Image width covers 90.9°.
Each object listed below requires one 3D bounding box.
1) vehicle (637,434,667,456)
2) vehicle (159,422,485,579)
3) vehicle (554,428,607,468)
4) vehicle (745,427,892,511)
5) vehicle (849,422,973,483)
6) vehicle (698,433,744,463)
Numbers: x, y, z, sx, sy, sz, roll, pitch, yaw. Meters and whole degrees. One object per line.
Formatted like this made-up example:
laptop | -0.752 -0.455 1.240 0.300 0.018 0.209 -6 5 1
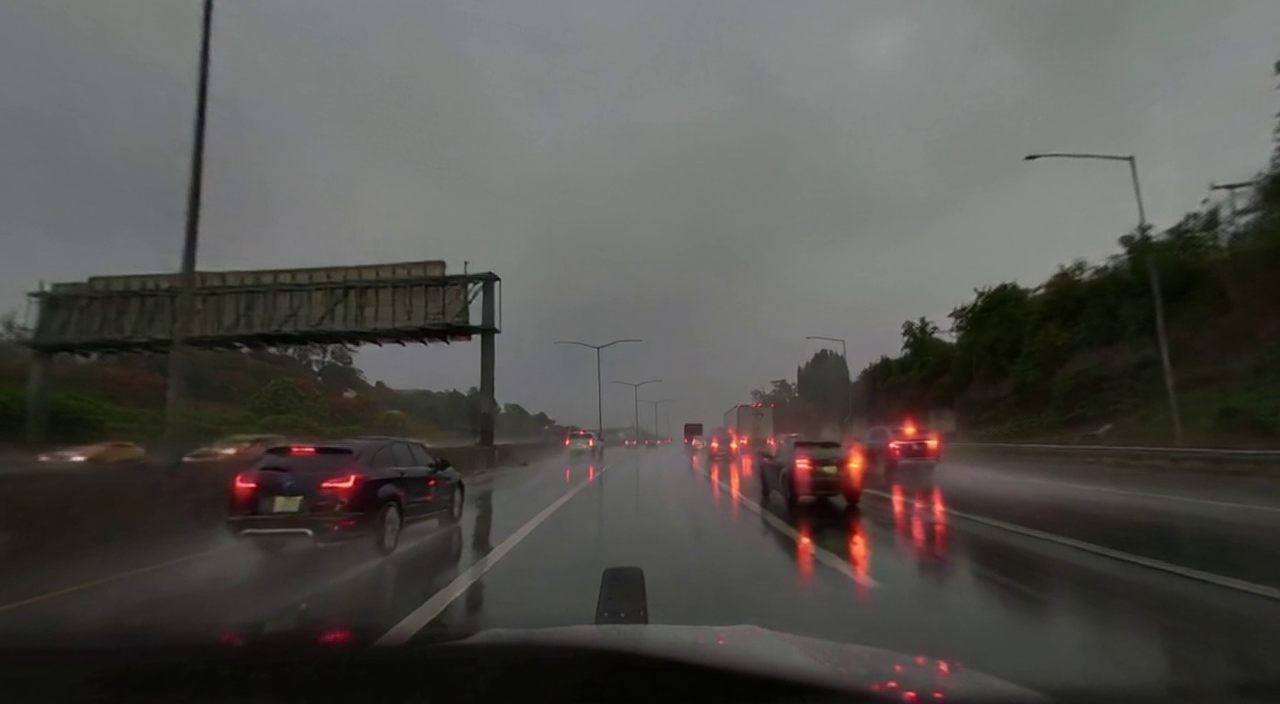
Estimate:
vehicle | 0.842 6.604 44.710 2.040 1.461 3.984 -1 -8 1
vehicle | -3.590 1.737 8.280 1.914 1.476 4.416 -1 -8 1
vehicle | -2.748 4.569 30.116 2.006 1.741 4.277 -1 -8 2
vehicle | 3.566 2.412 13.463 1.933 1.492 4.125 0 -8 0
vehicle | 8.483 3.191 20.291 1.987 1.726 4.515 0 -8 0
vehicle | 4.399 5.273 34.818 1.933 1.503 4.520 -1 -8 0
